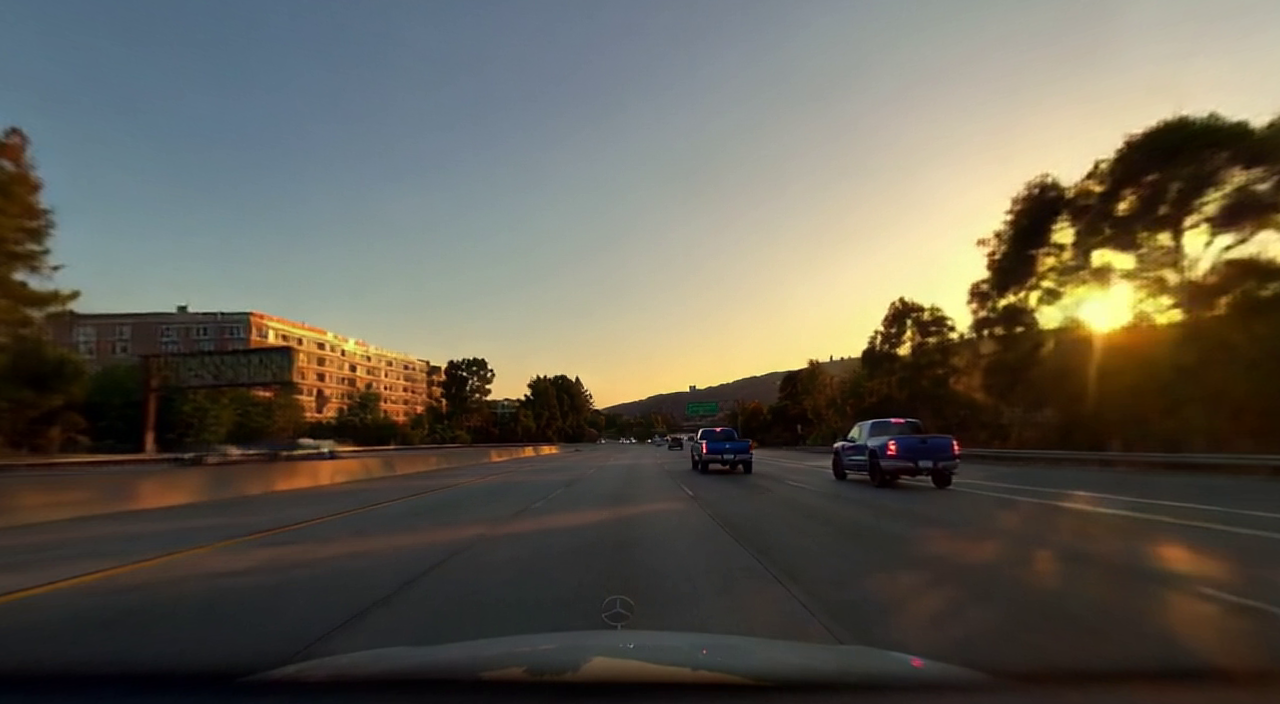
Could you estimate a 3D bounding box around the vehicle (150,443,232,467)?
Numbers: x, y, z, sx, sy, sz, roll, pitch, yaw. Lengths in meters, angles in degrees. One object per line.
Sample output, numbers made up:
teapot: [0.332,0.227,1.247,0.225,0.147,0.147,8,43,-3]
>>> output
vehicle: [-29.539,6.805,41.764,1.834,1.479,4.581,-1,-9,4]

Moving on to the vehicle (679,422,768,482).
vehicle: [2.920,3.677,23.376,2.462,1.984,4.718,0,-9,-2]

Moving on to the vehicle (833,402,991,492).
vehicle: [7.750,2.813,18.796,2.158,2.268,5.396,0,-9,-1]

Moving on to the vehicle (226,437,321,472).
vehicle: [-19.273,5.415,33.519,2.108,1.729,4.754,0,-9,0]
